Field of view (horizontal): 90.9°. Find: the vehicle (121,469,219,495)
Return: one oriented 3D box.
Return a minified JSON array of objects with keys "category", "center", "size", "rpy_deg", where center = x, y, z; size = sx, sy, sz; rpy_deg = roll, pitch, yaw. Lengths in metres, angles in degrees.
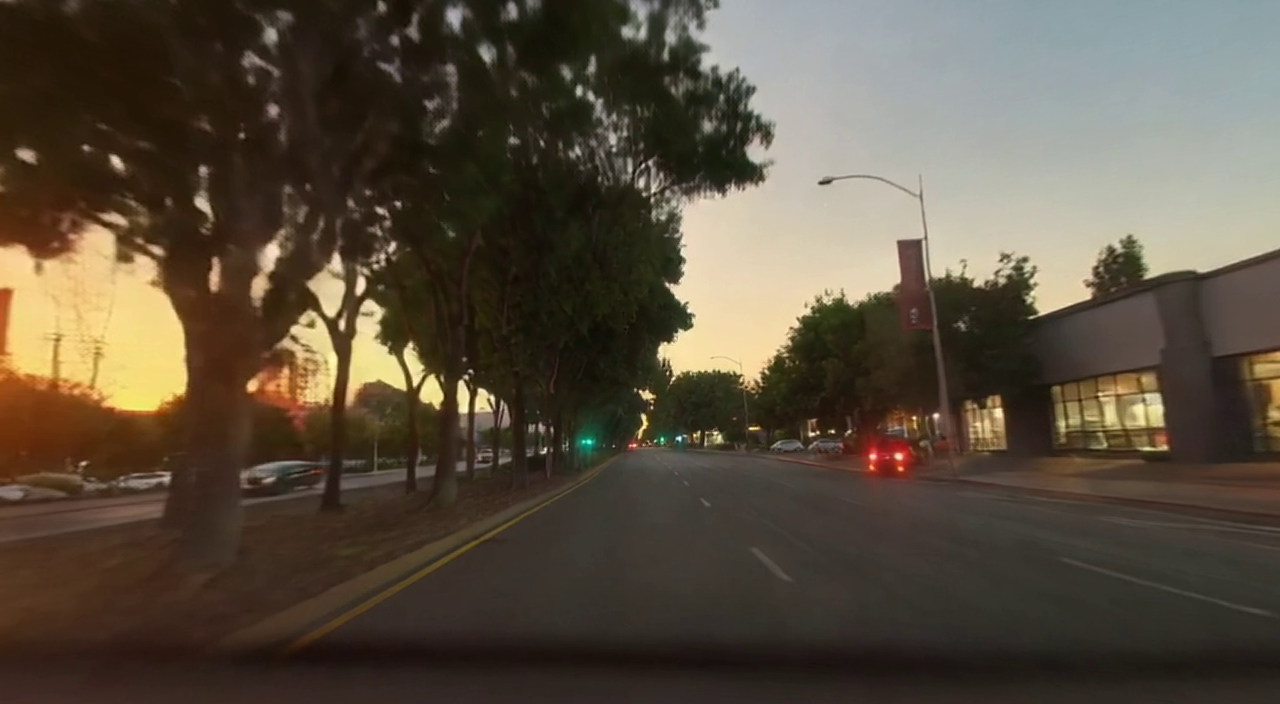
[{"category":"vehicle","center":[-30.854,8.522,41.548],"size":[4.735,1.468,2.047],"rpy_deg":[3,-9,-25]}]

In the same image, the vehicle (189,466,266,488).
[{"category":"vehicle","center":[-30.901,9.371,47.303],"size":[4.377,1.424,1.936],"rpy_deg":[3,-9,-17]}]

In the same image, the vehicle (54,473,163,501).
[{"category":"vehicle","center":[-32.063,8.135,38.155],"size":[4.540,1.469,1.933],"rpy_deg":[3,-9,-19]}]
